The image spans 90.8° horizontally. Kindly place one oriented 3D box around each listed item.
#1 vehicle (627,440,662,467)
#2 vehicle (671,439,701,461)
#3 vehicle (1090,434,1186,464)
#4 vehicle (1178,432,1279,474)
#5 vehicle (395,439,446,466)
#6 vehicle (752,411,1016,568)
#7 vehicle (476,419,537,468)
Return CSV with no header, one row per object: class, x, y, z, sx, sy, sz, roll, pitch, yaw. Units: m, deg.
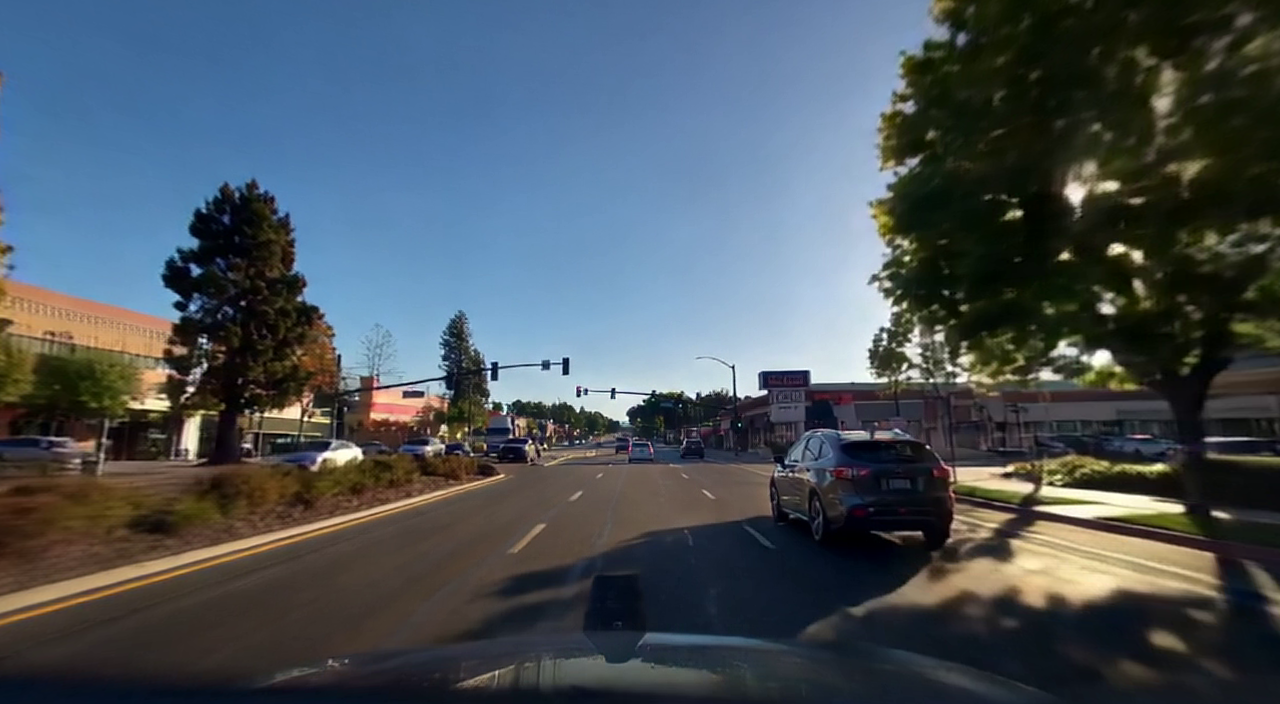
vehicle,0.217,6.134,38.385,2.023,1.532,3.891,0,-9,-1
vehicle,3.549,7.685,49.506,2.085,1.668,4.077,0,-9,0
vehicle,31.406,6.151,40.057,1.980,1.792,4.850,0,-9,-1
vehicle,25.670,4.242,26.651,1.924,1.595,4.372,0,-9,-2
vehicle,-14.144,6.475,40.894,1.847,1.624,3.927,0,-9,1
vehicle,3.036,1.816,9.094,1.969,1.682,4.387,0,-9,-1
vehicle,-7.406,5.172,35.767,2.334,2.525,5.893,0,-8,-2
